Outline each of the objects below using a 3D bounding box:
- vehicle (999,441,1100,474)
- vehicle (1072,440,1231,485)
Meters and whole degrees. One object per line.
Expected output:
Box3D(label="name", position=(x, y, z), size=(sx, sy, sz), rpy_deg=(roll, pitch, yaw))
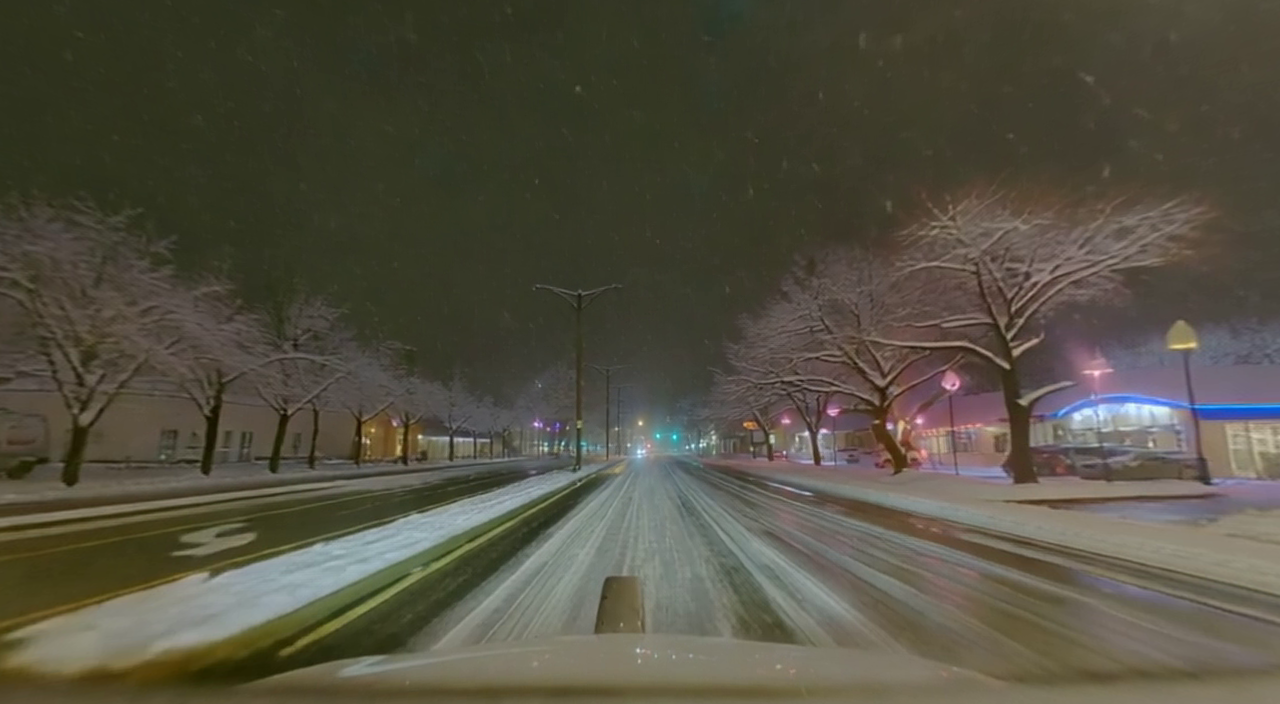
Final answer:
Box3D(label="vehicle", position=(21.219, 5.497, 32.987), size=(1.981, 1.575, 4.376), rpy_deg=(0, -9, -6))
Box3D(label="vehicle", position=(19.878, 4.286, 24.680), size=(4.468, 1.635, 2.017), rpy_deg=(0, -8, -2))
